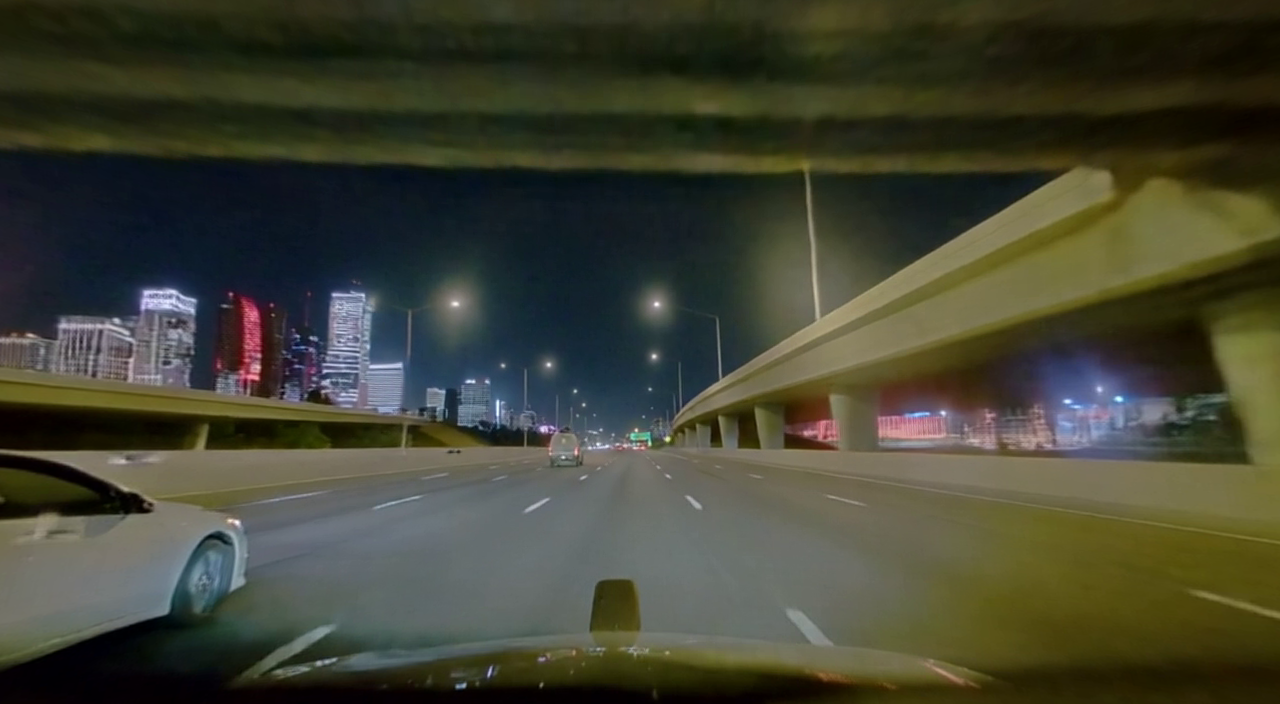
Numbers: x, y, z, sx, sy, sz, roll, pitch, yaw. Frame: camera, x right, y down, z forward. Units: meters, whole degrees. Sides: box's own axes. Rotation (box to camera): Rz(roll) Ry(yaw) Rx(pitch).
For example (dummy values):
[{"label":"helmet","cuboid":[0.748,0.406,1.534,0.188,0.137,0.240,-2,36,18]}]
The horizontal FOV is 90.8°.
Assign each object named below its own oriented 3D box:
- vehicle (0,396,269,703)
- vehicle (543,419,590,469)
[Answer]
[{"label":"vehicle","cuboid":[-4.034,0.964,2.770,2.025,1.556,4.594,0,-8,0]},{"label":"vehicle","cuboid":[-4.635,6.008,41.091,2.364,2.953,6.732,0,-8,-1]}]
